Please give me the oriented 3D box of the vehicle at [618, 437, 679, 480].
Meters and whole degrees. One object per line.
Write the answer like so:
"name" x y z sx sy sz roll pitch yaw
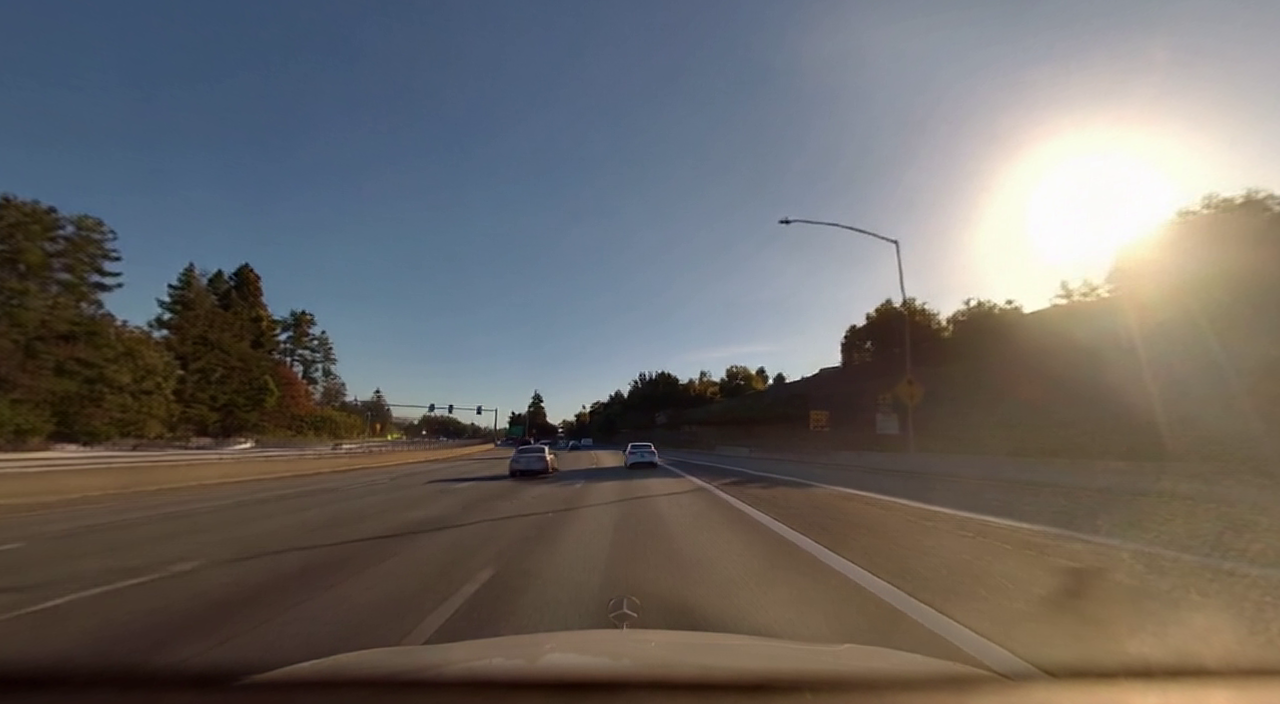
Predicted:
"vehicle" 0.228 3.912 23.441 2.051 1.444 3.927 0 -9 -2

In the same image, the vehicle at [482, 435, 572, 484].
"vehicle" -3.788 3.729 22.127 2.246 1.519 4.980 0 -9 0
